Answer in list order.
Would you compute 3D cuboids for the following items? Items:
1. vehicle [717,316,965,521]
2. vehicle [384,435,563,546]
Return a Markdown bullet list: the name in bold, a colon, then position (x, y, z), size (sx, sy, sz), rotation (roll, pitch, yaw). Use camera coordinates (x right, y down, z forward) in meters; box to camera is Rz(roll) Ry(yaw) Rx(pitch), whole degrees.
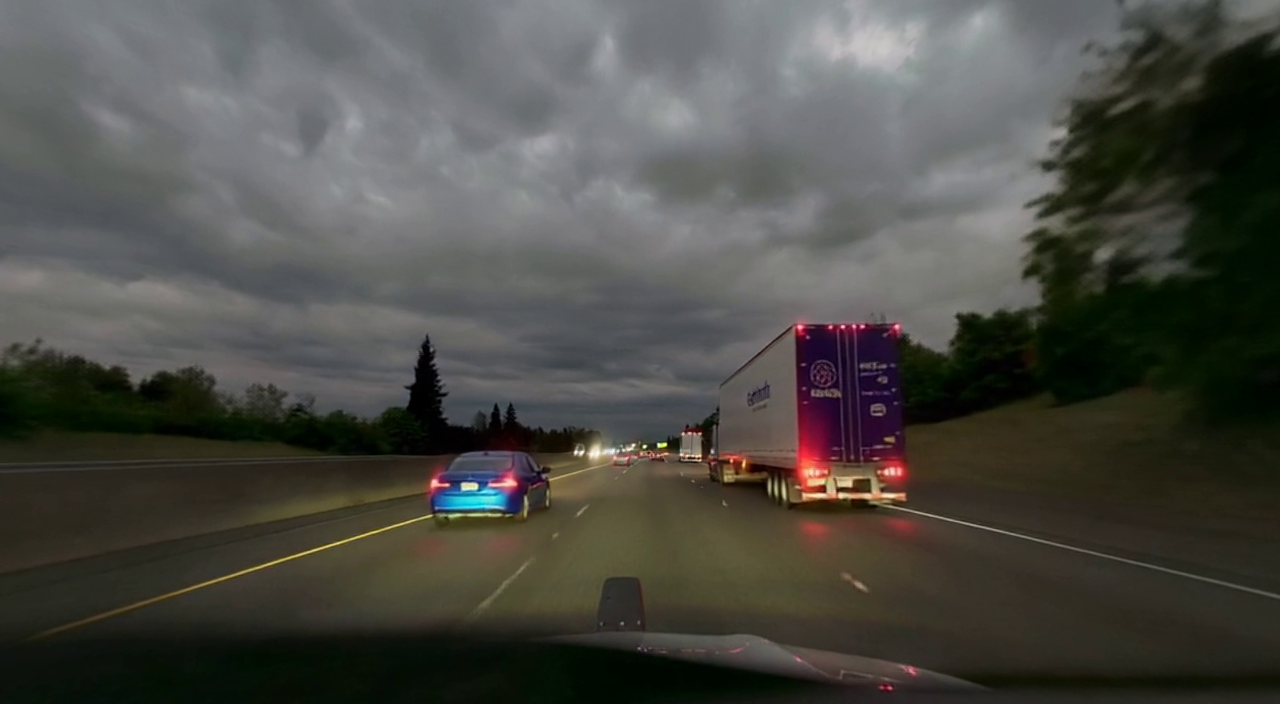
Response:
- **vehicle**: position (4.660, 2.299, 18.947), size (2.858, 3.952, 13.731), rotation (0, -9, 0)
- **vehicle**: position (-2.673, 2.352, 11.336), size (1.960, 1.579, 4.384), rotation (0, -9, 1)
